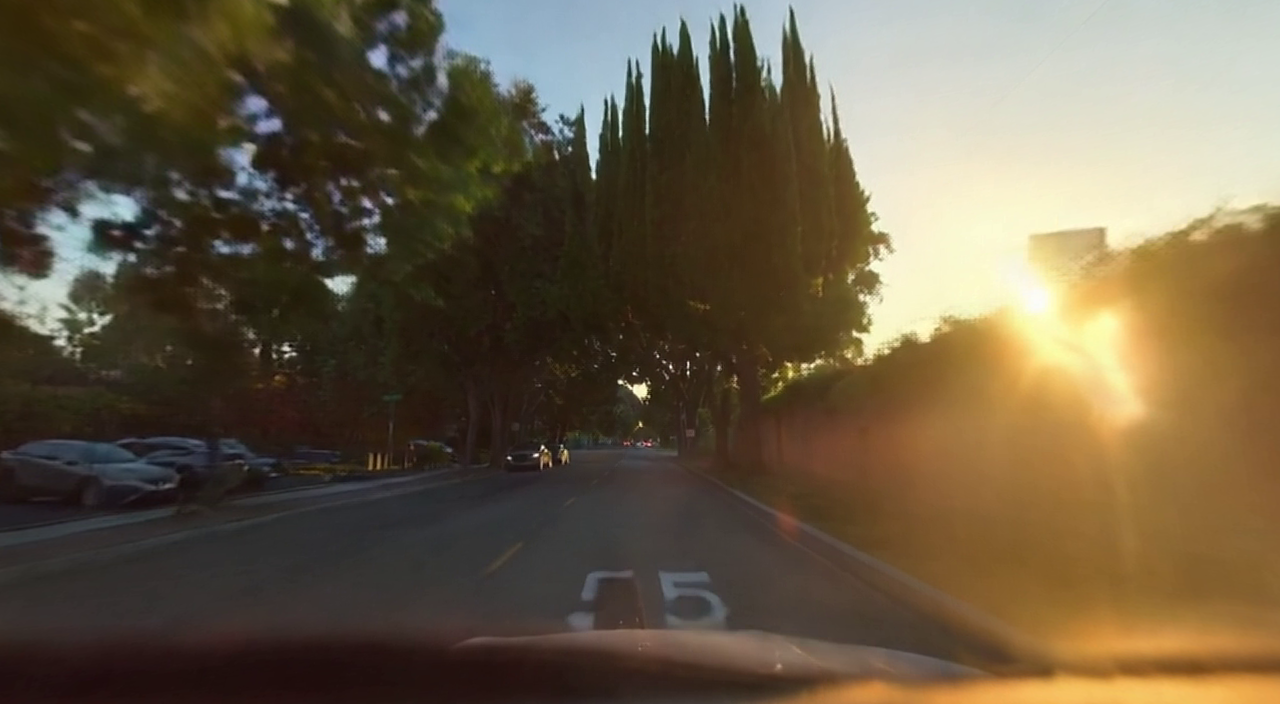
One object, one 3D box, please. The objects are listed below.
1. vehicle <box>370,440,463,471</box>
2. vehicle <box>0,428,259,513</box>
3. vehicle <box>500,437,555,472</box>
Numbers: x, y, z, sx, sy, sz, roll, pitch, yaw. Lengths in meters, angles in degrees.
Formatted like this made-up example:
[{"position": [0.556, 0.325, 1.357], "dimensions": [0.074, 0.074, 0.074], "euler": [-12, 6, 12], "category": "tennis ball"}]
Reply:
[{"position": [-13.818, 6.400, 39.258], "dimensions": [4.991, 1.692, 1.960], "euler": [2, -8, -1], "category": "vehicle"}, {"position": [-13.352, 3.006, 16.358], "dimensions": [5.428, 1.908, 2.196], "euler": [1, -8, 0], "category": "vehicle"}, {"position": [-6.362, 5.847, 36.509], "dimensions": [2.109, 1.847, 5.553], "euler": [0, -7, 0], "category": "vehicle"}]
